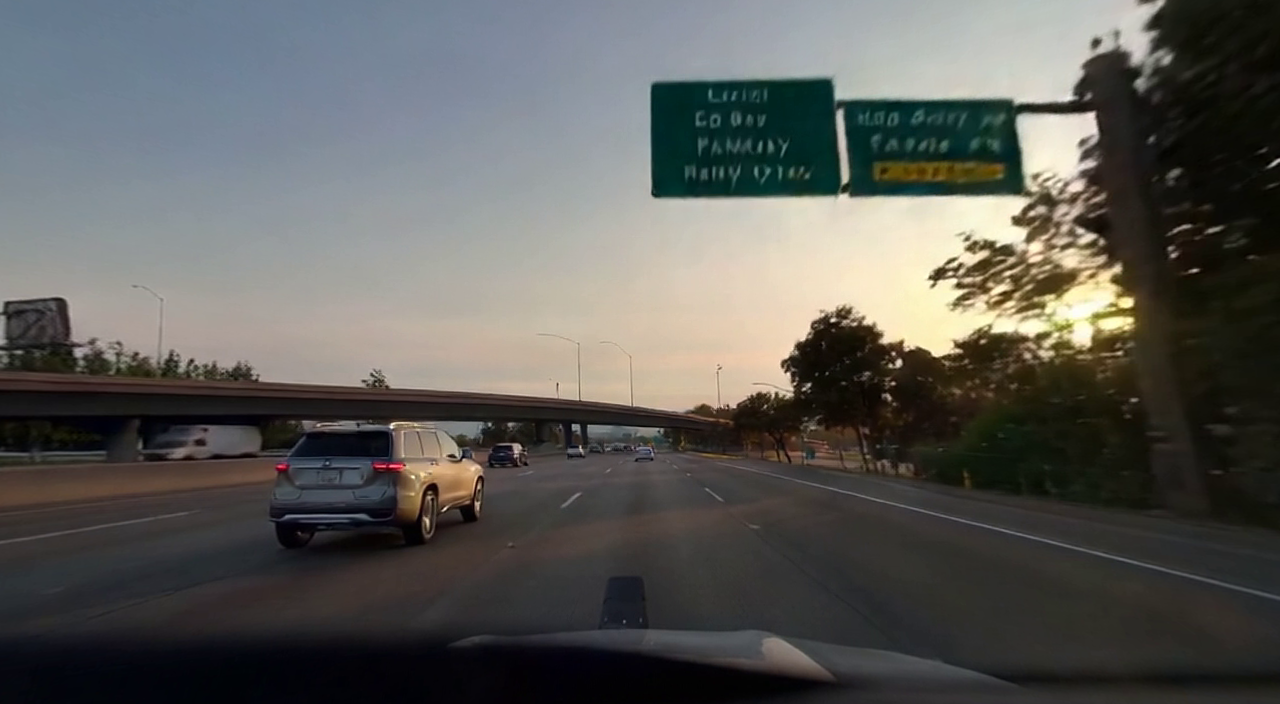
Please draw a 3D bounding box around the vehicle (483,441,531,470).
[{"bbox_3d":[-7.620,5.967,36.484,1.871,1.542,4.371,0,-8,0],"label":"vehicle"}]

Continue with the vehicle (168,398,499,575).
[{"bbox_3d":[-3.566,1.675,8.591,2.214,1.759,4.435,0,-8,1],"label":"vehicle"}]
